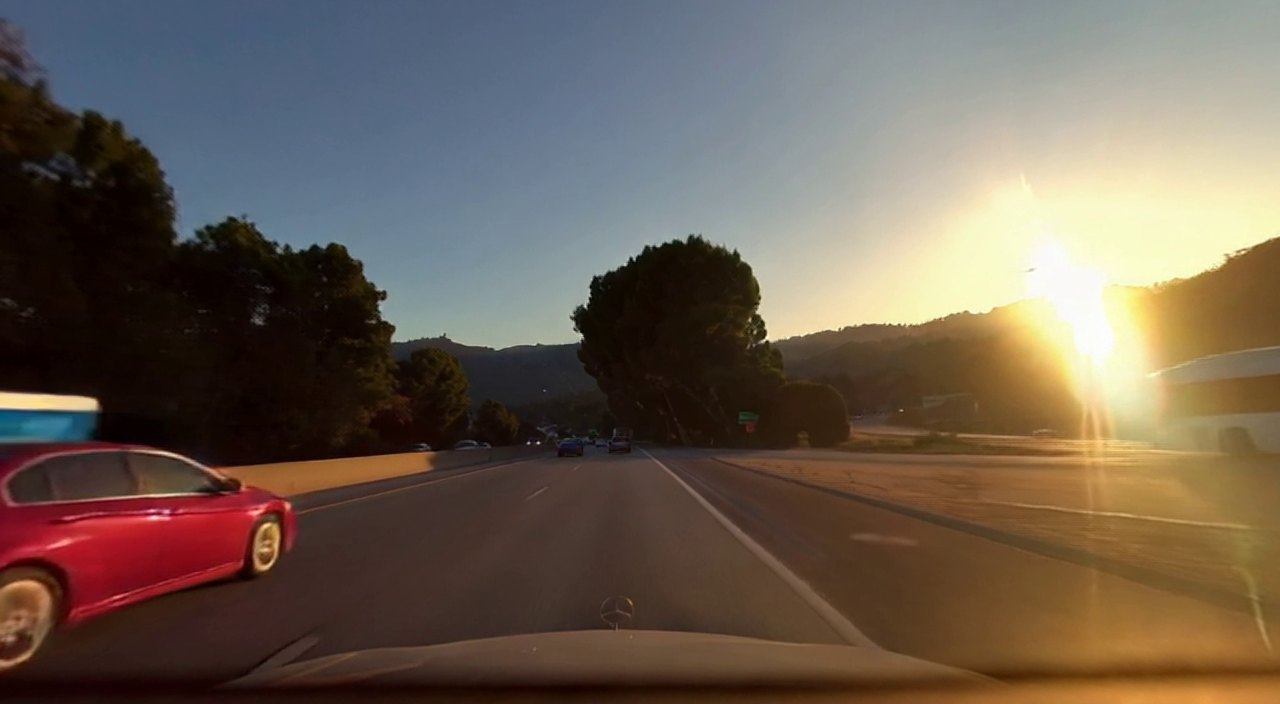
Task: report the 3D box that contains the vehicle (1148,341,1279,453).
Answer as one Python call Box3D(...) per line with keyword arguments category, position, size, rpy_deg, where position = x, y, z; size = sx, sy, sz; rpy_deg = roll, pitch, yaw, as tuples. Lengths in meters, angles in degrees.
Box3D(category="vehicle", position=(24.100, 1.805, 24.189), size=(3.119, 3.973, 6.022), rpy_deg=(-1, -9, -14))

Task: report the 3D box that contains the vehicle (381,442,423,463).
Box3D(category="vehicle", position=(-17.152, 7.210, 45.500), size=(1.686, 1.417, 3.443), rpy_deg=(0, -8, 0))

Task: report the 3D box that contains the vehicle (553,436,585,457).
Box3D(category="vehicle", position=(-5.070, 6.752, 45.387), size=(1.907, 1.445, 4.049), rpy_deg=(0, -8, -1))

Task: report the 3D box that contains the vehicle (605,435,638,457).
Box3D(category="vehicle", position=(-1.270, 6.543, 44.109), size=(2.162, 1.460, 4.242), rpy_deg=(0, -8, -1))

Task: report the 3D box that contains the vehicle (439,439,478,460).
Box3D(category="vehicle", position=(-13.462, 7.247, 47.023), size=(1.794, 1.453, 3.824), rpy_deg=(0, -8, -1))

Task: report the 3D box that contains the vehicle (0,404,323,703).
Box3D(category="vehicle", position=(-4.091, 1.135, 4.076), size=(1.958, 1.477, 4.121), rpy_deg=(0, -8, -1))
